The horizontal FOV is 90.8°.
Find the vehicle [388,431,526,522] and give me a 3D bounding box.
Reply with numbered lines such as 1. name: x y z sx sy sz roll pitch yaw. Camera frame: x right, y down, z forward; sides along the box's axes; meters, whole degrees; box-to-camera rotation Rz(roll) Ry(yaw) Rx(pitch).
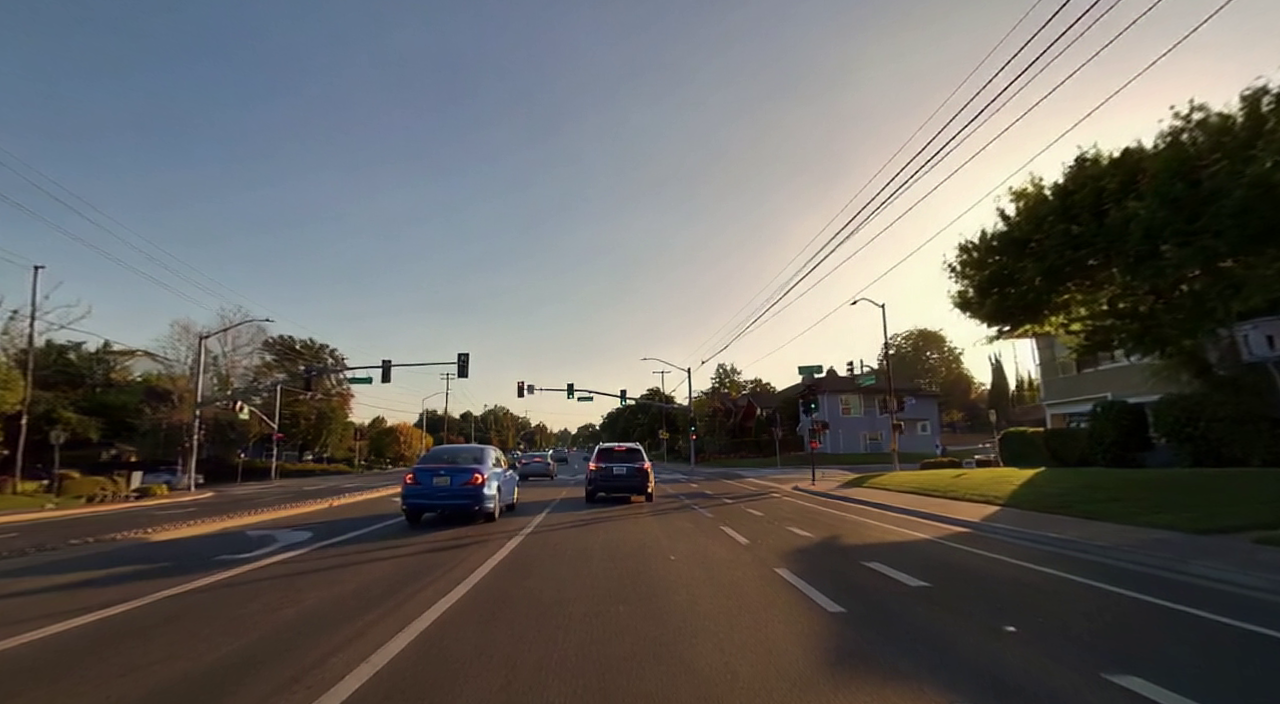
1. vehicle: -3.806 2.653 13.966 1.899 1.685 4.121 0 -9 -1

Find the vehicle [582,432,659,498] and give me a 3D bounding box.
1. vehicle: -0.628 3.500 19.903 2.155 1.836 4.250 0 -9 -2

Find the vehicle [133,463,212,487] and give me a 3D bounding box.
1. vehicle: -35.713 9.376 48.325 4.533 1.738 2.151 -1 -9 10

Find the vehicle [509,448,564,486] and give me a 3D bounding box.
1. vehicle: -4.365 4.889 27.228 1.863 1.449 4.153 1 -9 -3
